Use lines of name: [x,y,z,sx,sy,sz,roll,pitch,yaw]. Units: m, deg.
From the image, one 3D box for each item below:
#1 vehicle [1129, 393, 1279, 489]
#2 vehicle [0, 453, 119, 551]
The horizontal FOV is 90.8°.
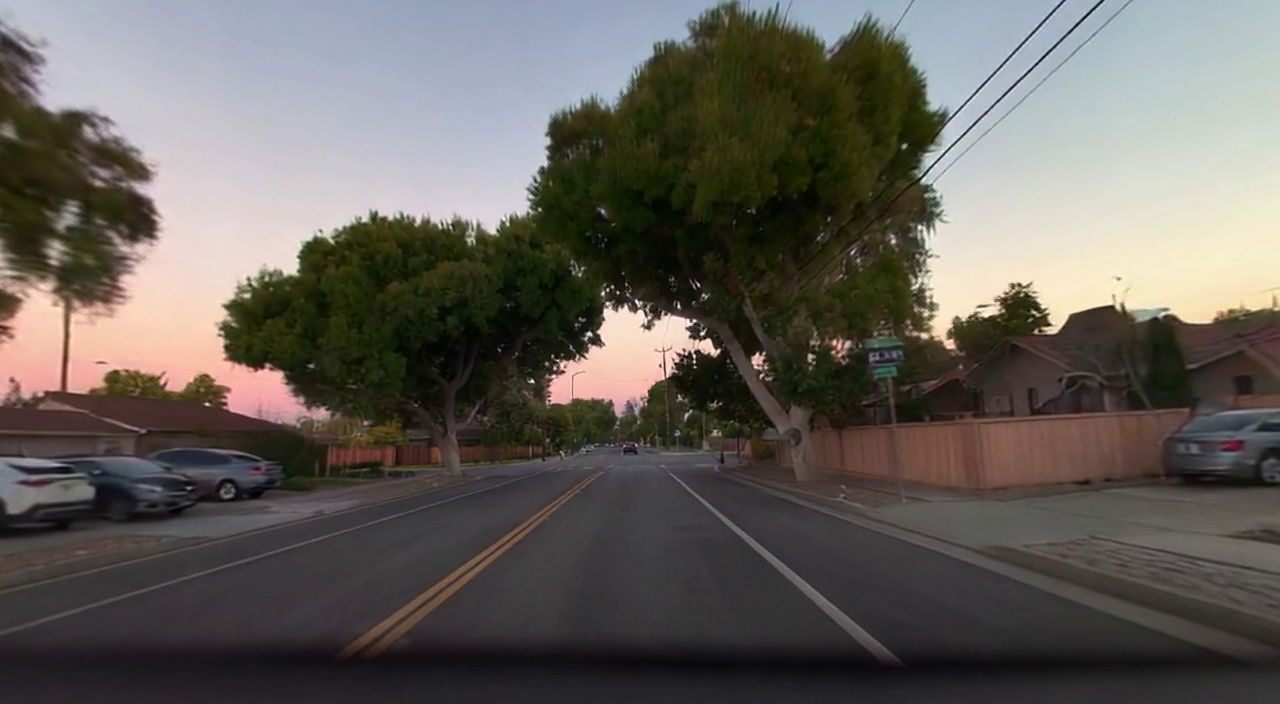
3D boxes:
vehicle: [13.129,1.852,13.125,4.653,1.775,1.906,1,-9,-10]
vehicle: [-12.271,2.612,11.352,3.927,1.560,2.049,0,-8,-1]
